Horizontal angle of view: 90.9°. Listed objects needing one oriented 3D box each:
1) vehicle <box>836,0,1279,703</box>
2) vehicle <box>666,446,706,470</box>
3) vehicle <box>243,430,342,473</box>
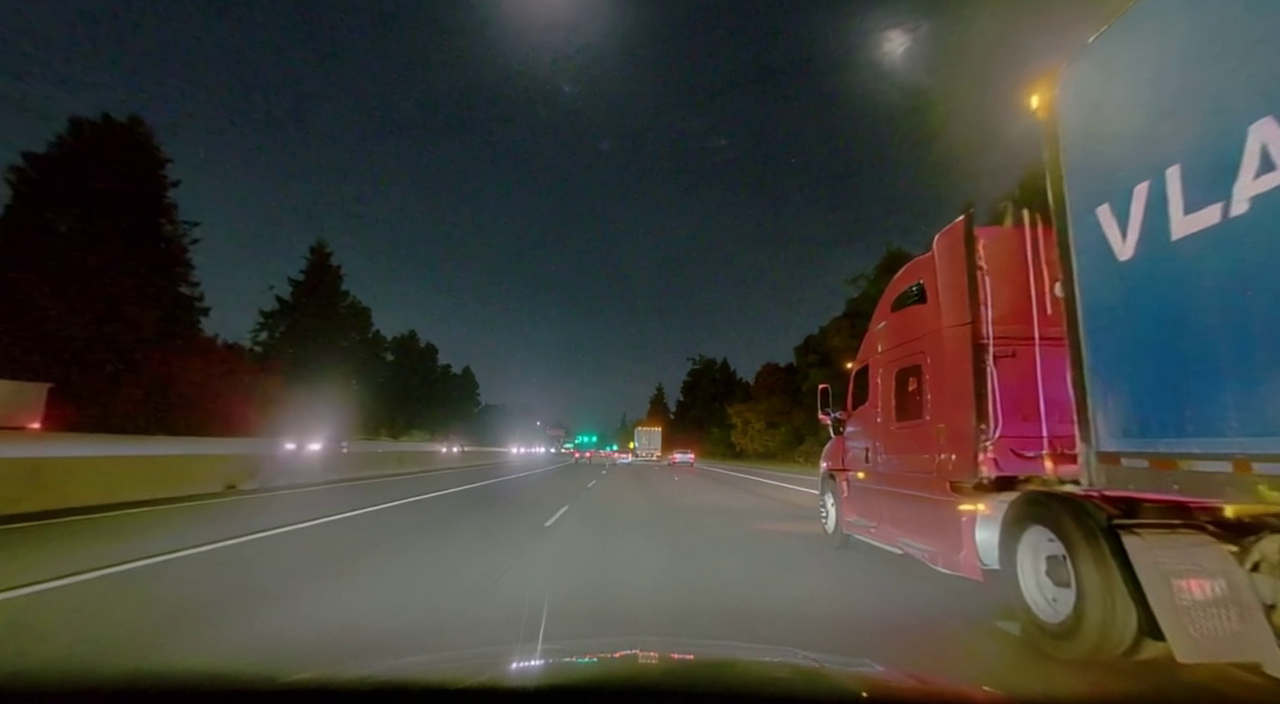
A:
[{"bbox_3d":[4.069,0.165,4.995,2.981,3.964,6.019,0,-9,0],"label":"vehicle"},{"bbox_3d":[3.275,7.684,45.843,2.246,1.583,4.813,0,-9,-3],"label":"vehicle"},{"bbox_3d":[-15.929,4.604,29.228,1.936,1.788,4.763,0,-9,-2],"label":"vehicle"}]
